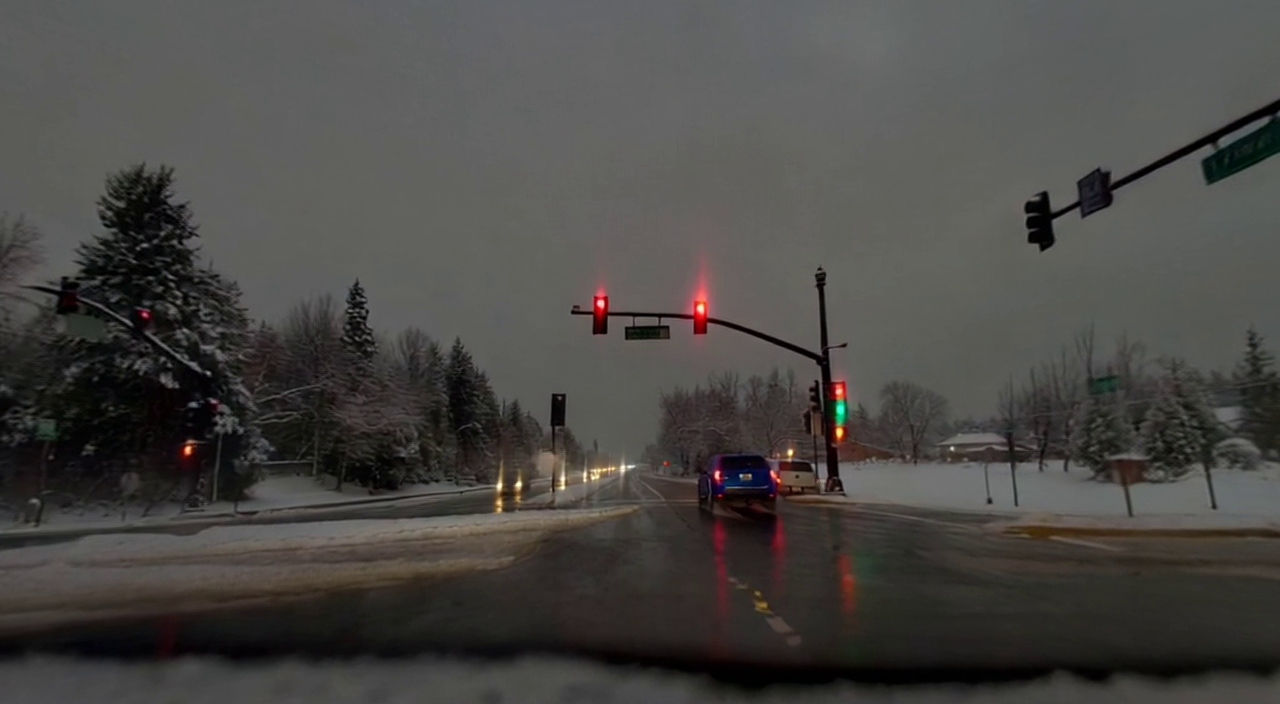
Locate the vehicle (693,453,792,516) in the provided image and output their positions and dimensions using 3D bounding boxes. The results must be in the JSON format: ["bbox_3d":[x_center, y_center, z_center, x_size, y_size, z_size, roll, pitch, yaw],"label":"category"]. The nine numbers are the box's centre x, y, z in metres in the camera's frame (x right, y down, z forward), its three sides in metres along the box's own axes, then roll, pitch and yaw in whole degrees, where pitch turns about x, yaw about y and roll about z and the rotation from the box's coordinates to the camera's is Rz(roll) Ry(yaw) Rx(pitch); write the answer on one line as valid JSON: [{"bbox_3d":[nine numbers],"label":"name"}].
[{"bbox_3d":[2.966,3.975,19.543,2.140,1.655,4.786,0,-9,-1],"label":"vehicle"}]

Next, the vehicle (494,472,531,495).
[{"bbox_3d":[-9.027,9.317,45.056,1.818,1.397,4.026,0,-9,-1],"label":"vehicle"}]
